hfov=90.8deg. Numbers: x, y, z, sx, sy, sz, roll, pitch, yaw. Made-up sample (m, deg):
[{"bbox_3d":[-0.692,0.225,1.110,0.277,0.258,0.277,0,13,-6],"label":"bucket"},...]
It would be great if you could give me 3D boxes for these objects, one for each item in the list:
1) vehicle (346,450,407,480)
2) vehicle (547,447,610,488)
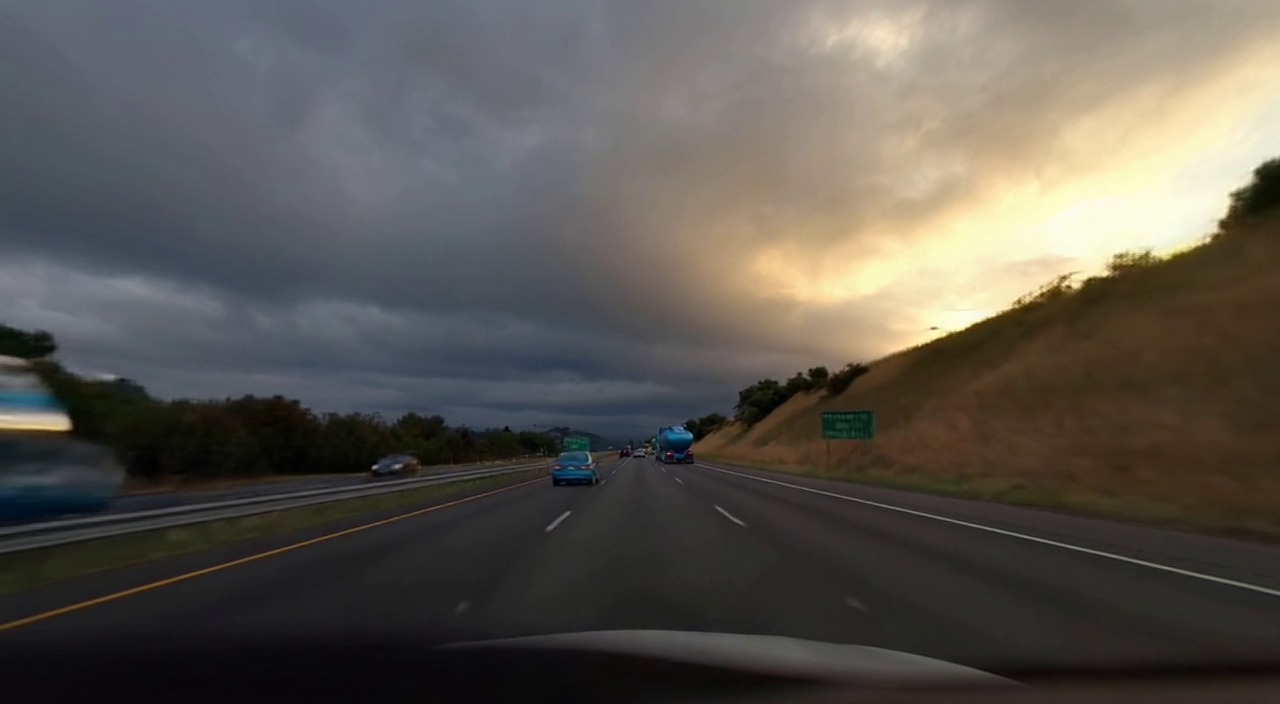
[{"bbox_3d":[-19.348,8.310,46.627,2.215,2.016,5.106,-1,-9,0],"label":"vehicle"},{"bbox_3d":[-2.386,4.593,25.434,2.013,1.498,3.908,-1,-9,2],"label":"vehicle"}]
